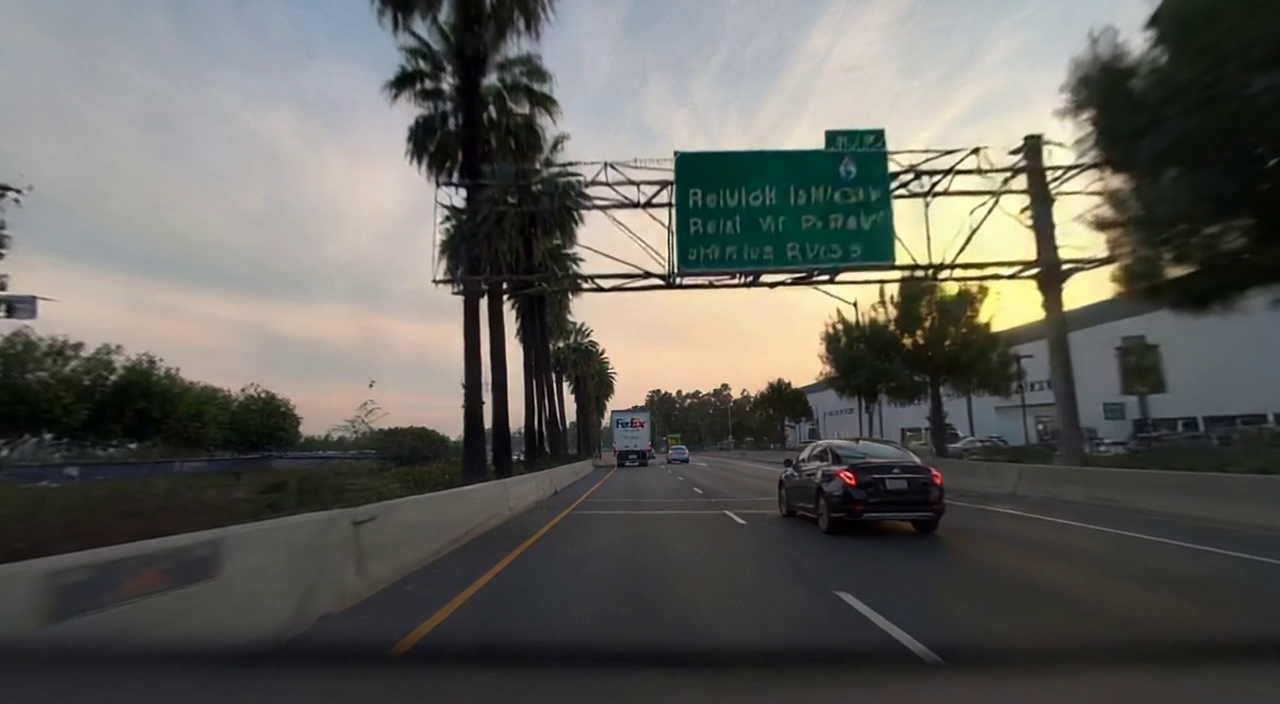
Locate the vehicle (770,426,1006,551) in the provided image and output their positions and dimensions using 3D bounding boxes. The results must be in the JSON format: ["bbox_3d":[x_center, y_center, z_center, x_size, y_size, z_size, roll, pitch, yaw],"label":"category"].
[{"bbox_3d":[3.578,2.052,10.118,1.966,1.558,4.238,0,-9,-1],"label":"vehicle"}]
